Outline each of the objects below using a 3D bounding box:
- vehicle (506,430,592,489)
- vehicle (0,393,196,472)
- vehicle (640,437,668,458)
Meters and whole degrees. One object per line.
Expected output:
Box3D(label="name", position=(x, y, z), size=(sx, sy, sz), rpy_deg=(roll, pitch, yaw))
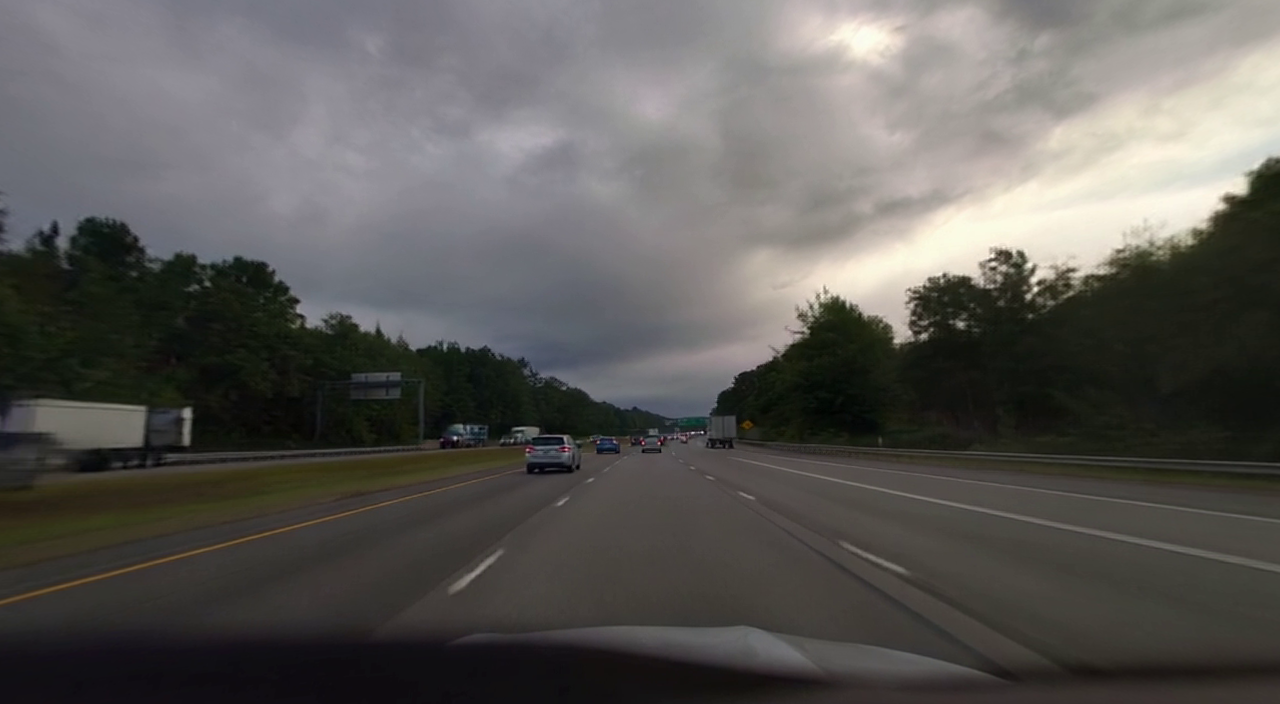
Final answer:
Box3D(label="vehicle", position=(-2.694, 3.260, 19.632), size=(2.137, 1.618, 4.209), rpy_deg=(0, -8, -1))
Box3D(label="vehicle", position=(-31.848, 4.760, 36.599), size=(3.007, 3.823, 12.412), rpy_deg=(-1, -8, 0))
Box3D(label="vehicle", position=(0.997, 7.077, 46.881), size=(2.004, 1.465, 3.842), rpy_deg=(0, -8, 0))
